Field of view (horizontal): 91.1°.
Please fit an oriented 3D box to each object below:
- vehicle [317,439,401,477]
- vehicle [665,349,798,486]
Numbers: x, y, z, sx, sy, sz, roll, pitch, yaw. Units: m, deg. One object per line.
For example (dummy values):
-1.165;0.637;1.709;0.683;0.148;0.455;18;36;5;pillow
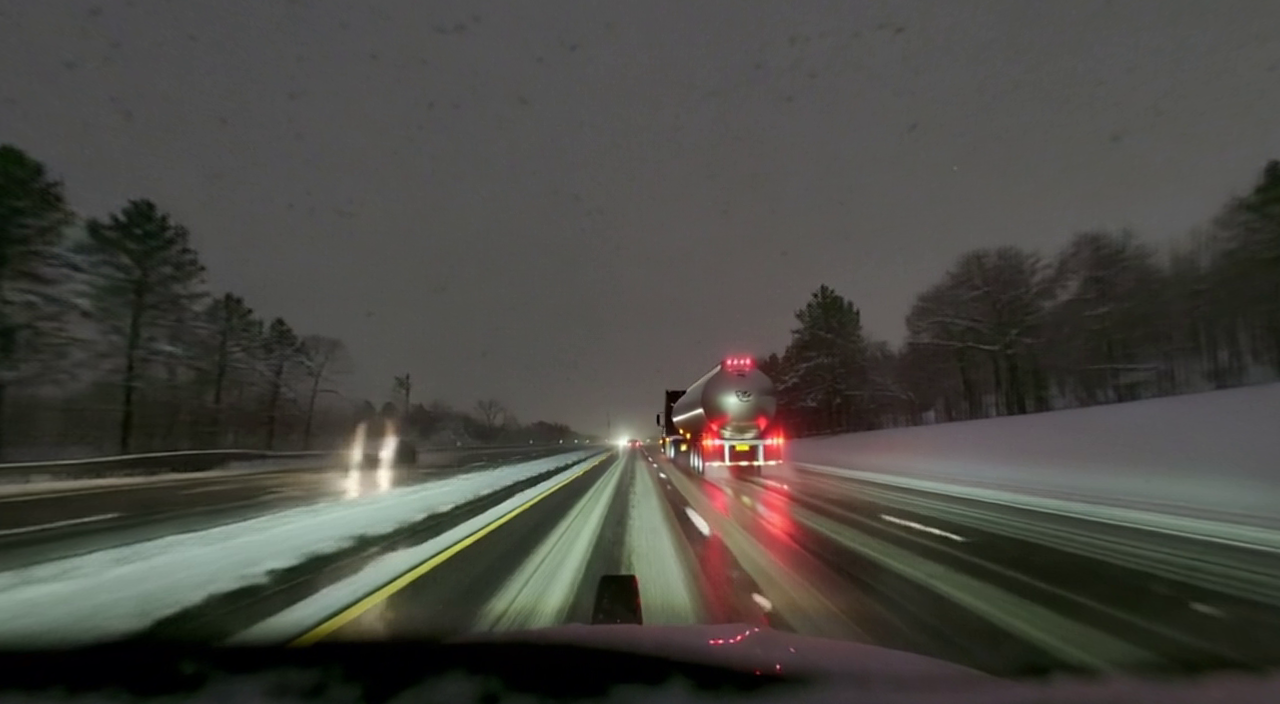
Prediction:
-12.093;4.550;27.350;1.847;1.529;3.821;0;-8;0;vehicle
2.708;2.556;22.916;2.946;3.745;11.516;0;-8;-1;vehicle
